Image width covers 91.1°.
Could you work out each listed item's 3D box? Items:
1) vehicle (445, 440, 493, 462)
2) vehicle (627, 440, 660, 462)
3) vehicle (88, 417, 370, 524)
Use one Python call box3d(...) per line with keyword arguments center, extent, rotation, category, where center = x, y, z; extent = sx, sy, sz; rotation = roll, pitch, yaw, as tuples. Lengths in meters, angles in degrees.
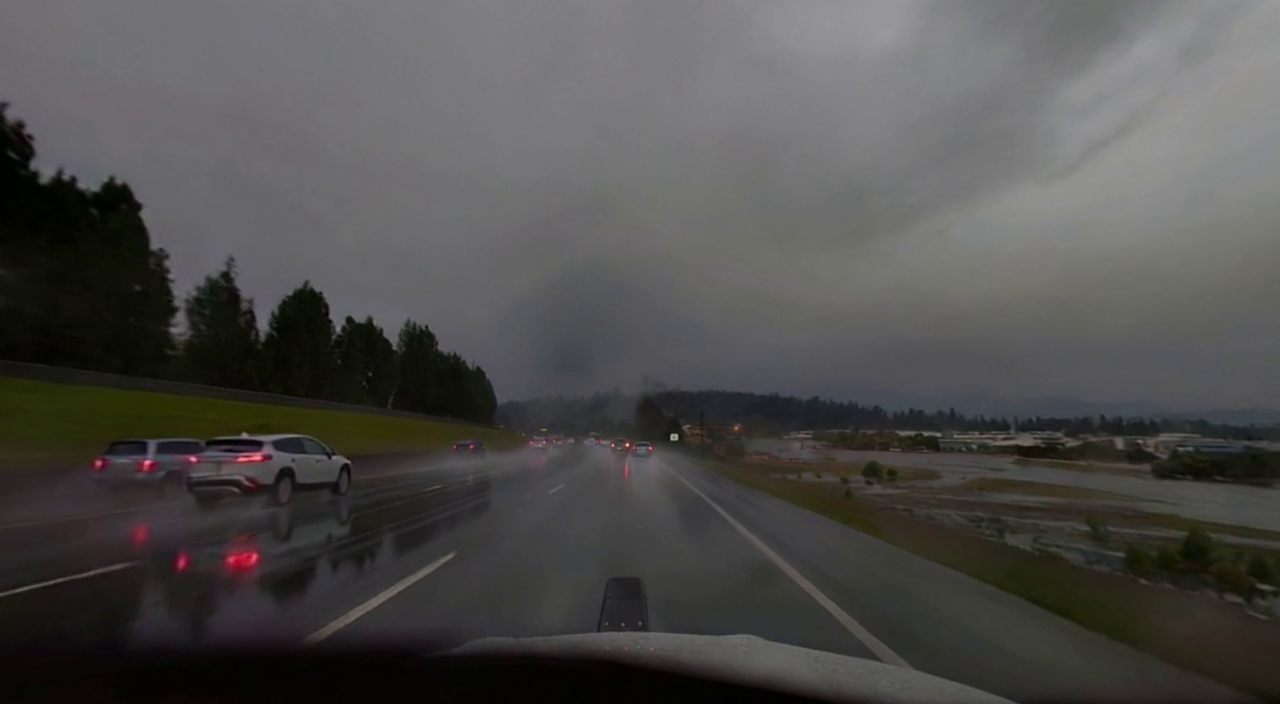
box3d(center=(-11.992, 6.960, 44.246), extent=(2.056, 1.489, 4.852), rotation=(0, -8, -1), category="vehicle")
box3d(center=(0.198, 6.797, 43.275), extent=(2.060, 1.465, 3.974), rotation=(0, -8, -2), category="vehicle")
box3d(center=(-7.729, 2.269, 12.679), extent=(2.238, 1.712, 5.000), rotation=(0, -8, 1), category="vehicle")
